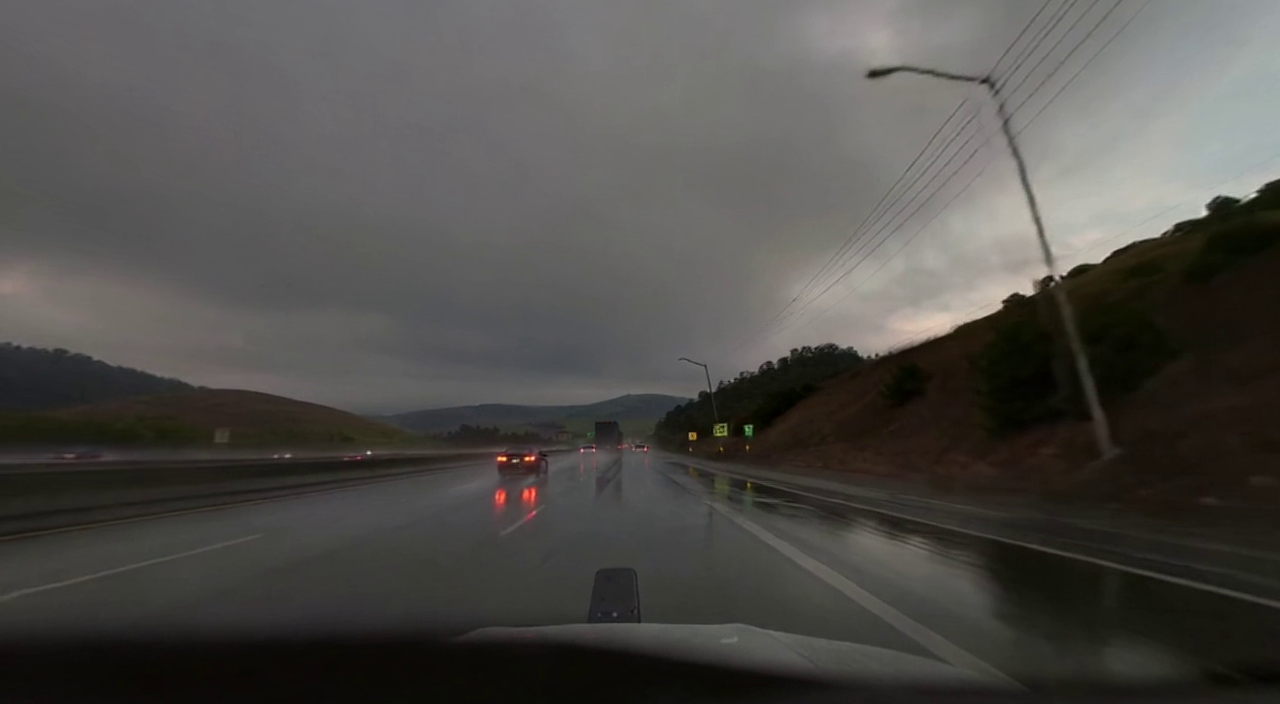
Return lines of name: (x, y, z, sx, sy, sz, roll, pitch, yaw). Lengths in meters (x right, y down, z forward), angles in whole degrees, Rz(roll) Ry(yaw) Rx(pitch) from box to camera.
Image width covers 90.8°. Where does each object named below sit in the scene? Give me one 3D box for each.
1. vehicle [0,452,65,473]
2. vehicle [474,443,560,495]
vehicle: (-47.982, 8.567, 49.324, 1.807, 1.511, 4.553, 0, -9, 0)
vehicle: (-3.942, 3.820, 21.061, 1.963, 1.533, 4.477, 0, -9, 0)
